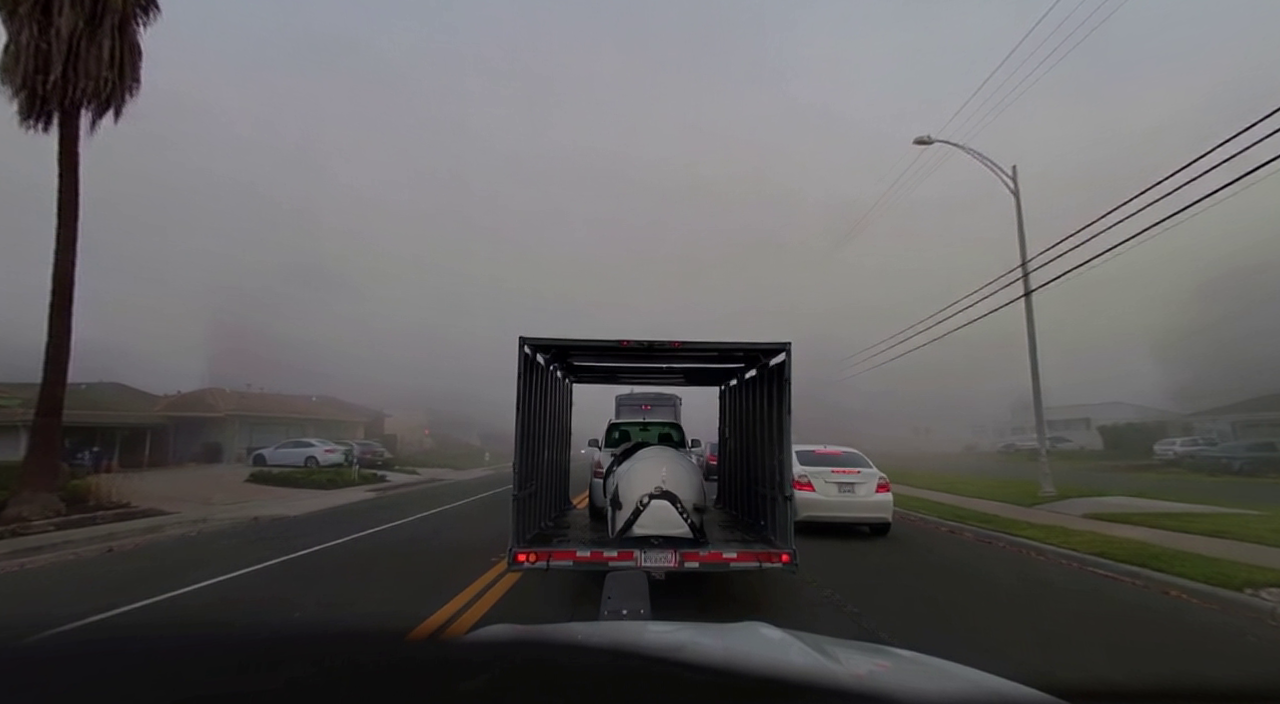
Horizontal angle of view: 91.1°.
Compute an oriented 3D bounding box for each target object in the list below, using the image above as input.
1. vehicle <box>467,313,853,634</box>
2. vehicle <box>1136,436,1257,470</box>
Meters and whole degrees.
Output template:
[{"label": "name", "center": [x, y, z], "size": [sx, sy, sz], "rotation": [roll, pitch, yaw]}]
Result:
[{"label": "vehicle", "center": [0.120, 1.331, 7.813], "size": [2.728, 2.305, 6.506], "rotation": [0, -9, 0]}, {"label": "vehicle", "center": [28.567, 5.184, 32.443], "size": [4.193, 1.633, 1.928], "rotation": [-4, -9, 26]}]
